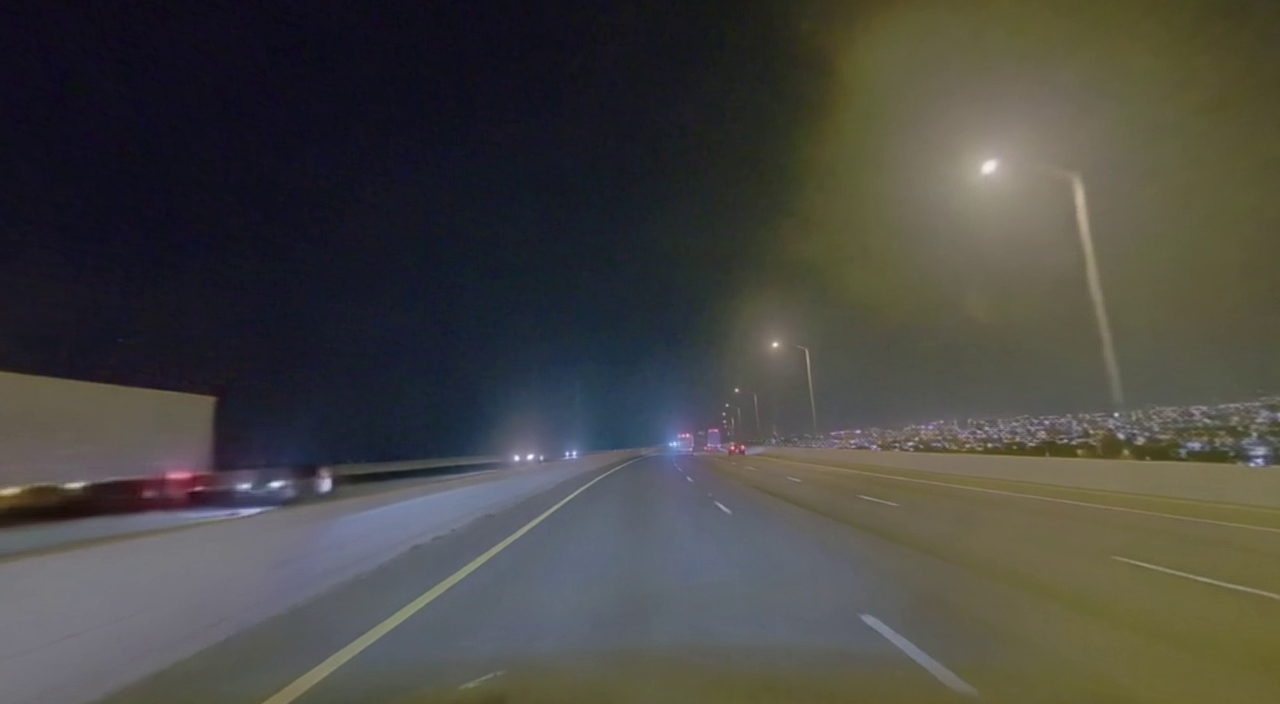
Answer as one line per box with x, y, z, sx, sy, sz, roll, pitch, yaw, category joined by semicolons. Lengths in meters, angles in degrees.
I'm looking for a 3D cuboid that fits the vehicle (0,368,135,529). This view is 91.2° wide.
-17.280;2.189;14.114;2.968;3.924;10.428;0;-9;1;vehicle

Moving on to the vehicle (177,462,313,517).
-12.729;4.429;20.574;1.834;1.504;3.952;0;-9;1;vehicle
